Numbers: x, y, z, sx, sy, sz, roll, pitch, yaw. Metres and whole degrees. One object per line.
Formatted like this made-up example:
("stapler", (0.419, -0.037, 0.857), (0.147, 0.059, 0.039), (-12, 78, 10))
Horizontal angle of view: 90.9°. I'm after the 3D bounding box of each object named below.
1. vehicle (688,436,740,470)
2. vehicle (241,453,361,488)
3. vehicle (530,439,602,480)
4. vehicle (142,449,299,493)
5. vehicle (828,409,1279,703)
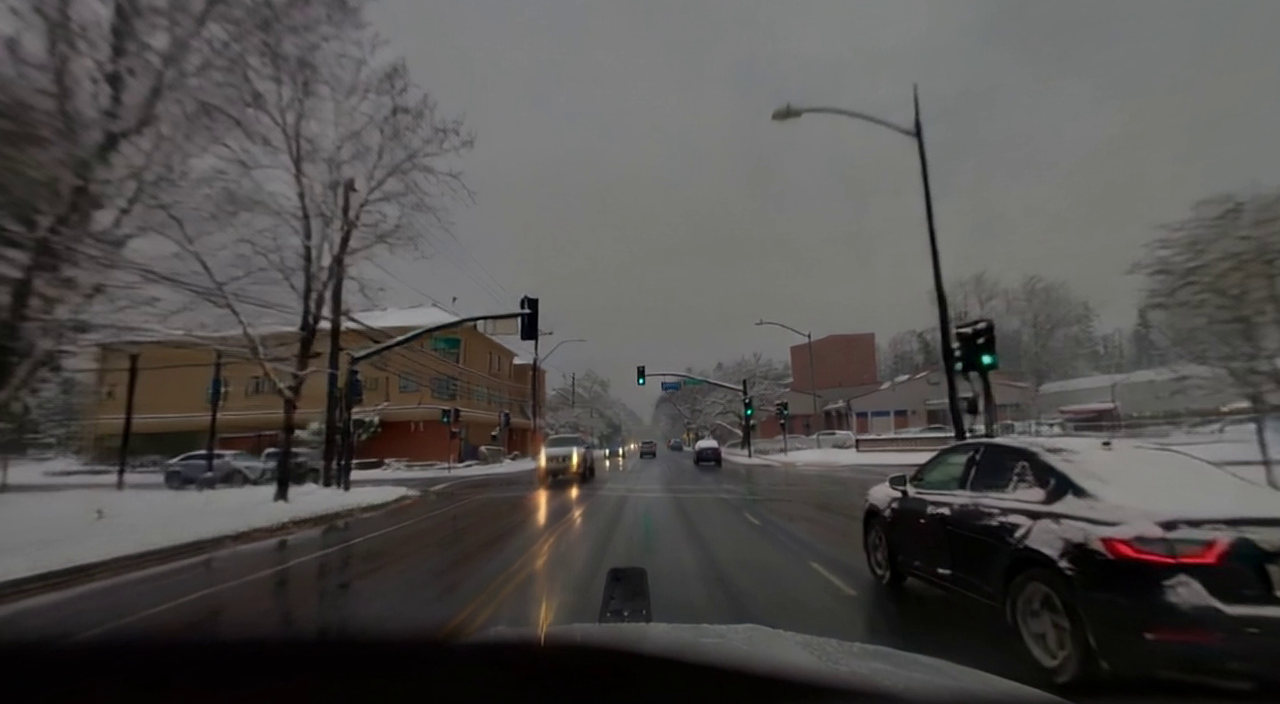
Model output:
("vehicle", (3.650, 5.135, 32.076), (2.035, 1.564, 4.719), (0, -9, -1))
("vehicle", (-16.148, 5.641, 30.145), (4.540, 1.546, 2.157), (-2, -9, 8))
("vehicle", (-3.238, 4.870, 28.811), (2.519, 1.689, 5.200), (0, -9, 1))
("vehicle", (-18.028, 5.119, 27.241), (5.361, 1.767, 2.179), (-1, -9, 5))
("vehicle", (3.308, 1.354, 5.072), (2.072, 1.471, 4.834), (0, -9, 0))
